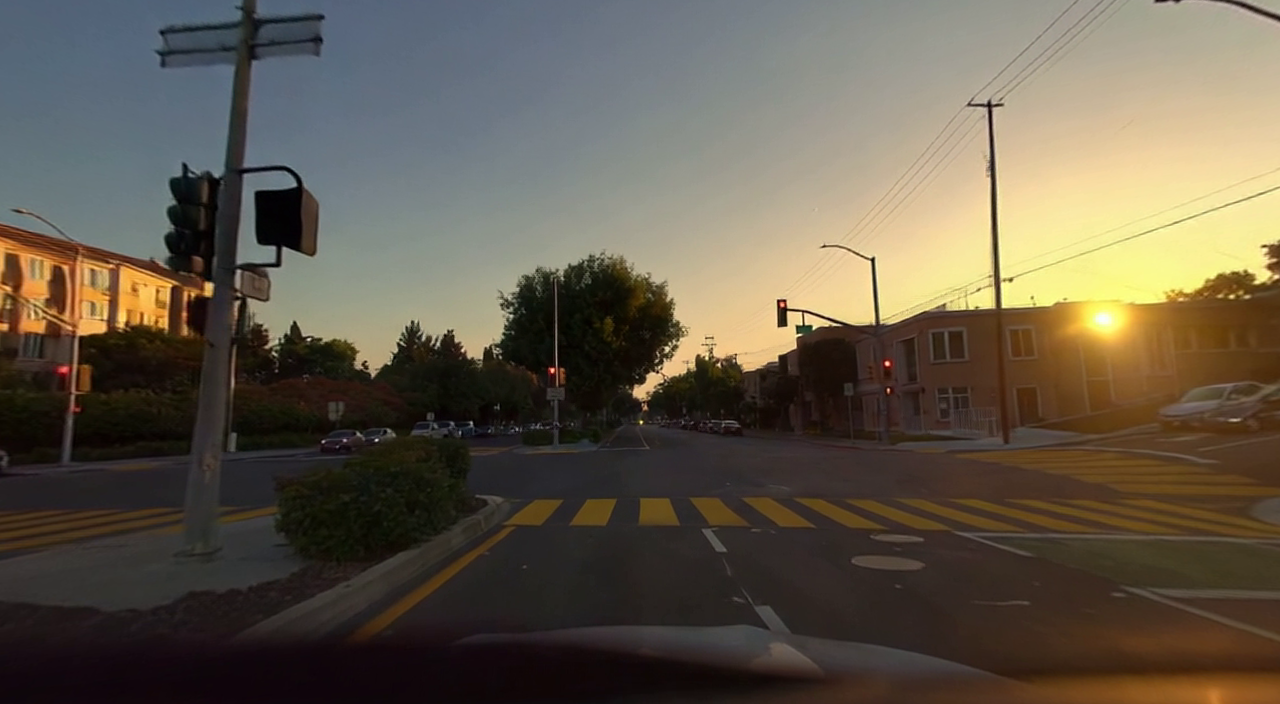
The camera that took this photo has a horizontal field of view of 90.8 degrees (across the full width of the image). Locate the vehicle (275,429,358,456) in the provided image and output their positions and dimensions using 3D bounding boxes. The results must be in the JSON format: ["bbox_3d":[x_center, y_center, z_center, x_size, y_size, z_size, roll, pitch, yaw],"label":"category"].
[{"bbox_3d":[-18.129,5.150,35.759,1.939,1.430,5.533,0,-9,-2],"label":"vehicle"}]

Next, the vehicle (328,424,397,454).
[{"bbox_3d":[-18.342,5.826,42.094,2.225,1.871,5.189,0,-9,0],"label":"vehicle"}]

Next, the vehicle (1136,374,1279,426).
[{"bbox_3d":[22.309,1.825,24.573,4.531,1.753,1.964,-2,-2,-5],"label":"vehicle"}]
